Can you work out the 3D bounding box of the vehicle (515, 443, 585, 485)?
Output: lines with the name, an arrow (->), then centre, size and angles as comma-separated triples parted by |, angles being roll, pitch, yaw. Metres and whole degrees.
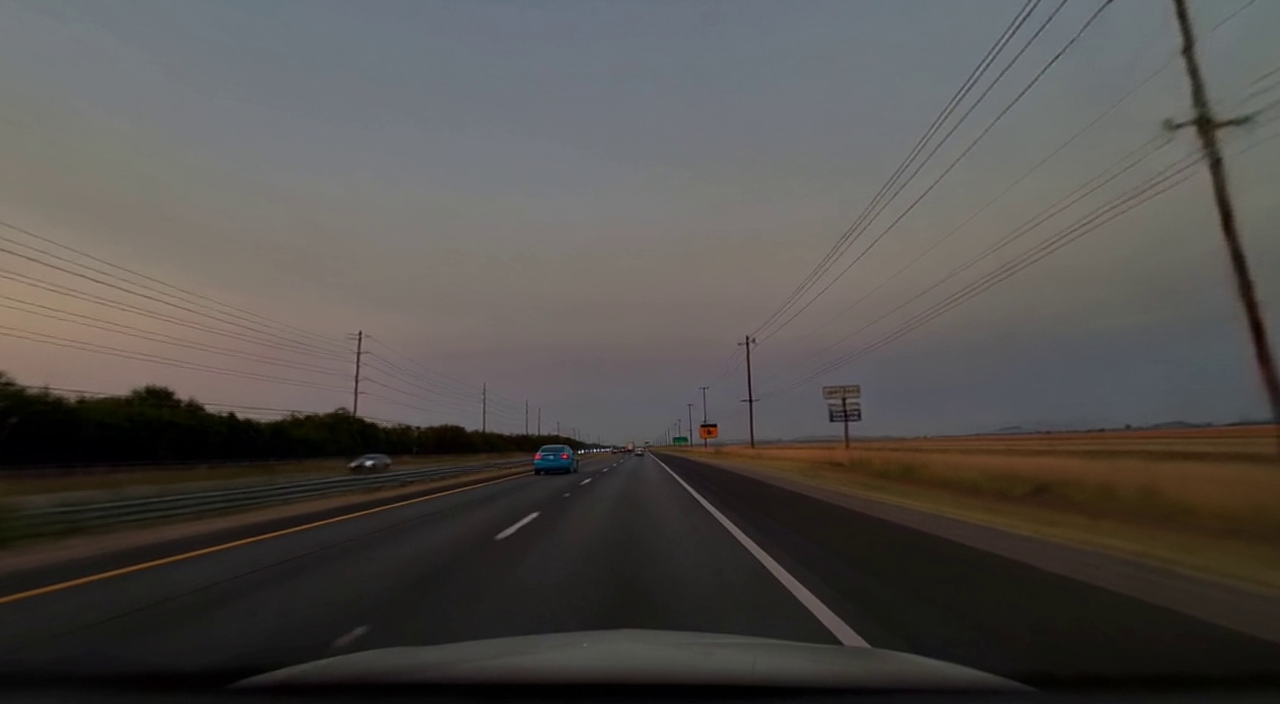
vehicle -> -3.568, 4.522, 25.788 | 2.106, 1.543, 4.465 | 0, -9, 1
